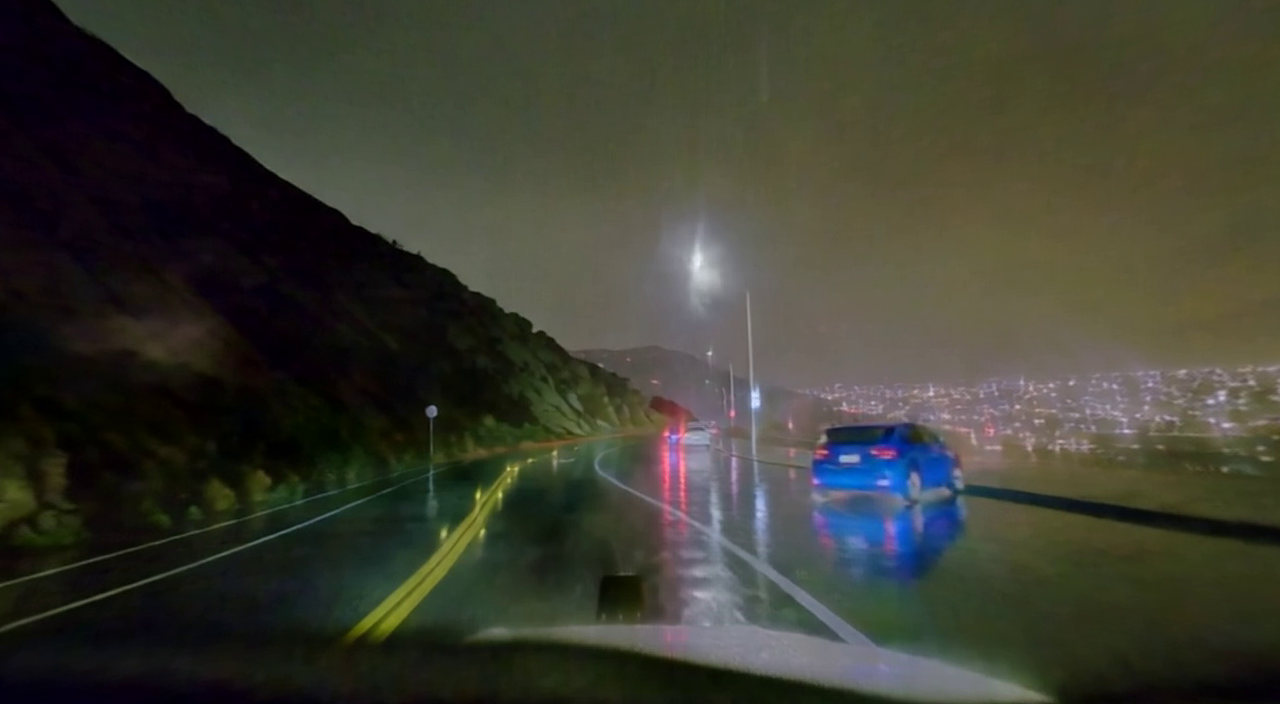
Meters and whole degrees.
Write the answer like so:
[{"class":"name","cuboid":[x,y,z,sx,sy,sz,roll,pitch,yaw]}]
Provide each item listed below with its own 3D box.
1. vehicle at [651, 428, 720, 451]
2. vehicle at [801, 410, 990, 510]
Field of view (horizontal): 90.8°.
[{"class":"vehicle","cuboid":[3.338,6.278,45.619,4.963,1.585,2.155,6,-10,-42]},{"class":"vehicle","cuboid":[5.367,2.138,12.956,2.064,1.667,4.453,-8,-11,42]}]
